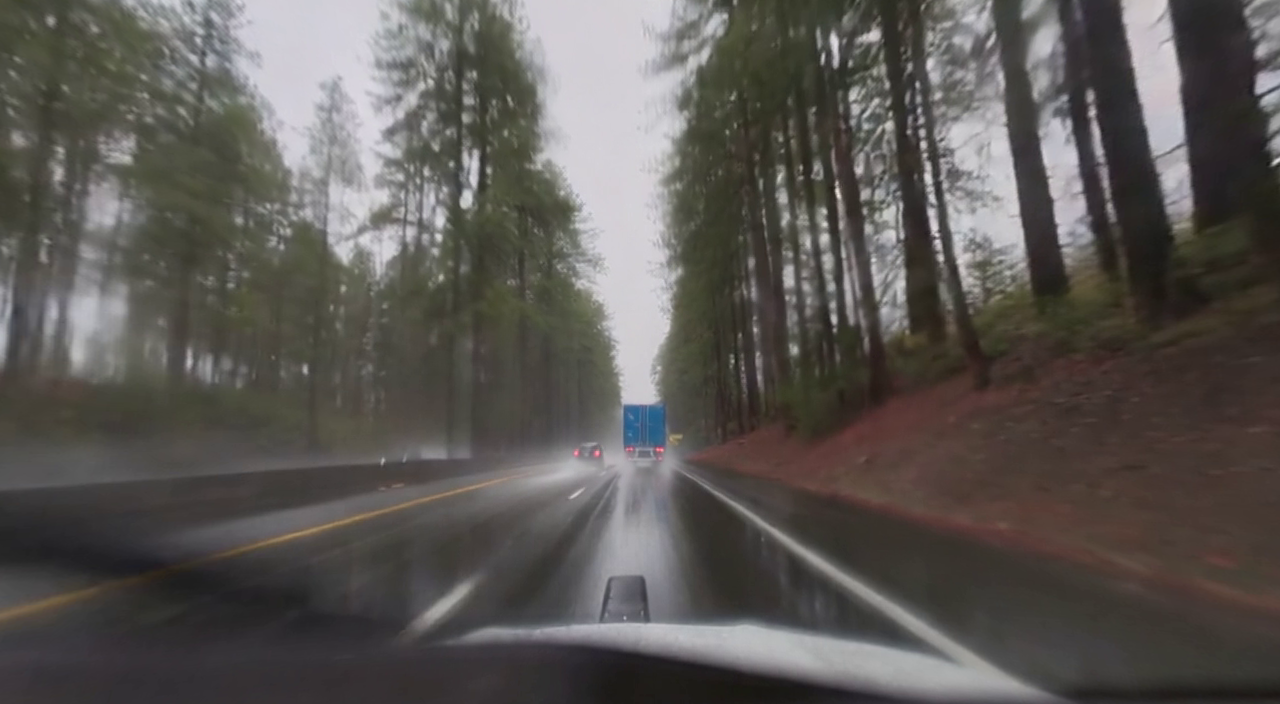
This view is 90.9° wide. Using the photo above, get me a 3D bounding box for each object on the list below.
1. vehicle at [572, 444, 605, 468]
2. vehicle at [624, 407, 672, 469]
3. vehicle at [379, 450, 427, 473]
[{"bbox_3d":[-3.867,7.850,47.749,2.092,1.702,4.297,0,-8,0],"label":"vehicle"},{"bbox_3d":[0.508,6.723,49.150,3.320,4.173,11.889,0,-8,0],"label":"vehicle"},{"bbox_3d":[-16.587,7.637,44.346,1.799,1.500,4.126,0,-9,0],"label":"vehicle"}]
